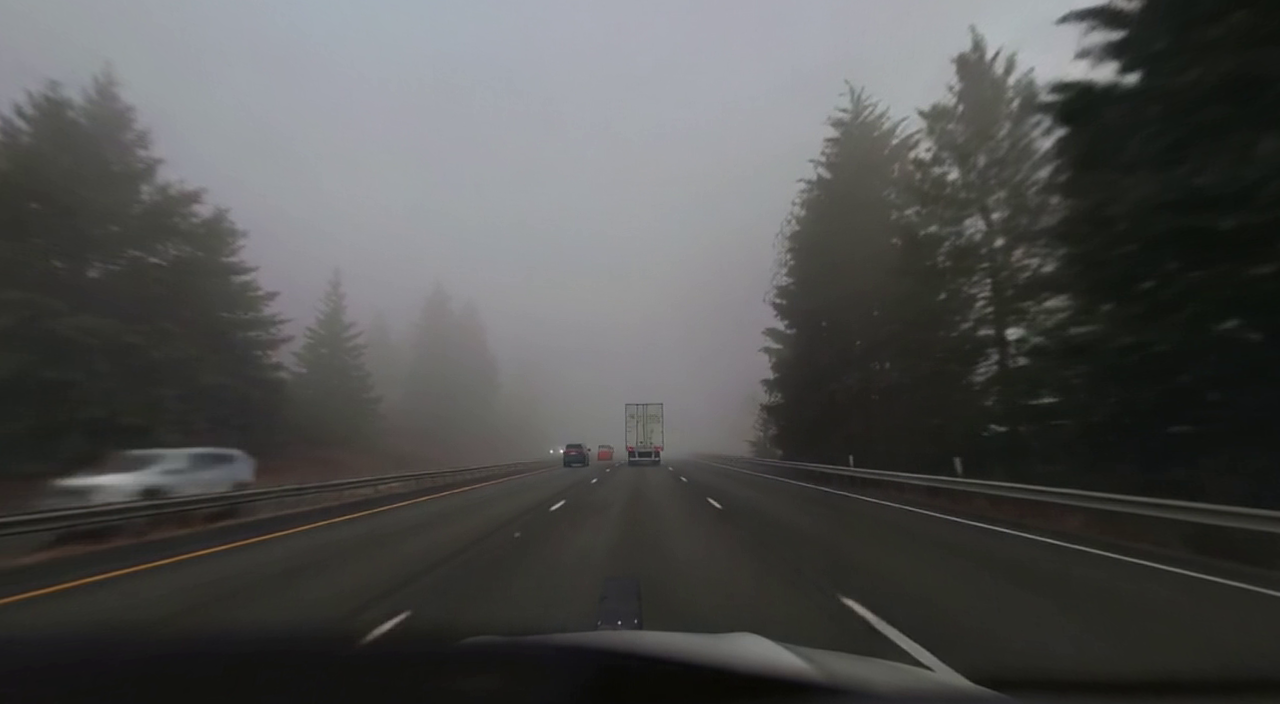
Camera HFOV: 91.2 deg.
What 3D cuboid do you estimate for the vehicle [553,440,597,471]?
[{"bbox_3d":[-3.657,5.922,35.924,2.112,1.645,4.129,0,-9,0],"label":"vehicle"}]

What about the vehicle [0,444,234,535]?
[{"bbox_3d":[-10.402,2.611,12.506,1.845,1.488,4.104,0,-9,0],"label":"vehicle"}]

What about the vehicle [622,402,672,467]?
[{"bbox_3d":[0.390,6.026,44.864,3.100,4.091,10.664,0,-9,0],"label":"vehicle"}]
